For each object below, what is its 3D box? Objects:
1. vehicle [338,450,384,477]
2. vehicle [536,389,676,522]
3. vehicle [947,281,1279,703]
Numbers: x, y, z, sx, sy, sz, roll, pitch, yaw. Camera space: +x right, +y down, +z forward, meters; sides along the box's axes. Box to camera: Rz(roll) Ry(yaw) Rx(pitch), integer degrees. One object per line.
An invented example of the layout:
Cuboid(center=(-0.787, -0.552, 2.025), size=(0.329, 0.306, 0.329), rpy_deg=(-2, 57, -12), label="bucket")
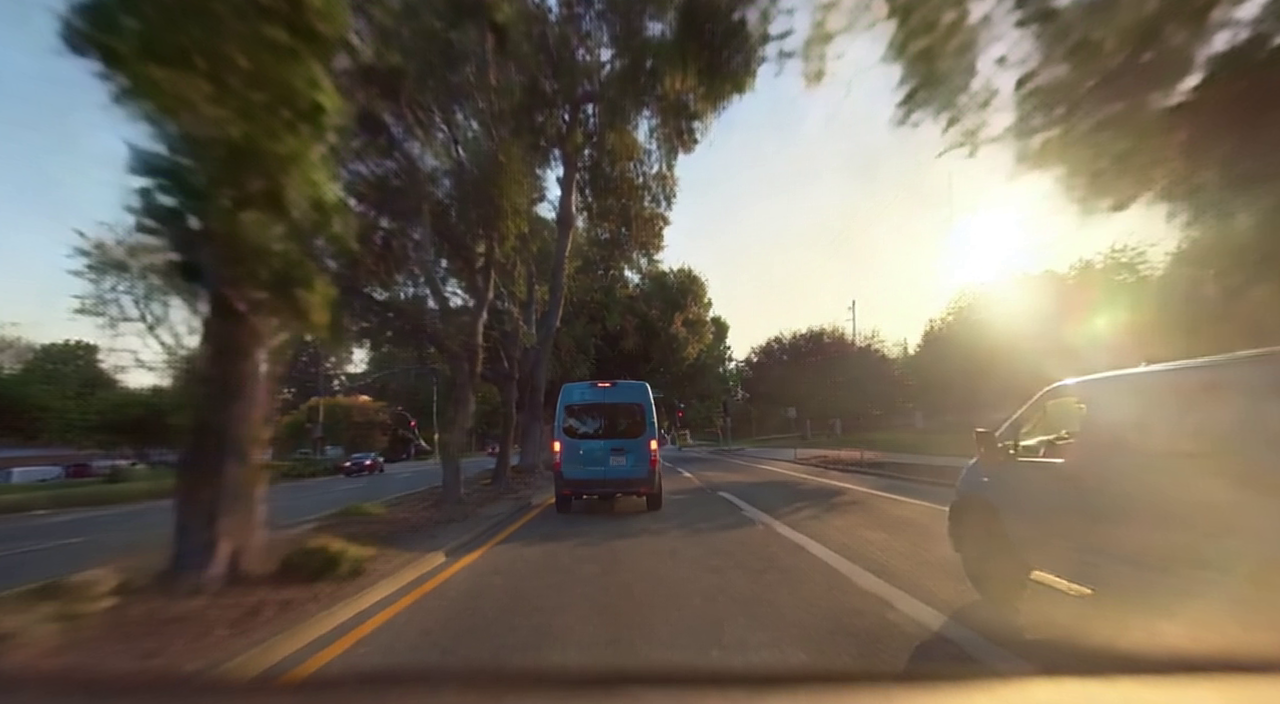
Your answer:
Cuboid(center=(-16.921, 6.772, 38.524), size=(1.833, 1.504, 4.141), rpy_deg=(2, -9, -14), label="vehicle")
Cuboid(center=(-0.497, 1.925, 11.995), size=(2.145, 2.046, 4.309), rpy_deg=(0, -9, 1), label="vehicle")
Cuboid(center=(3.713, 0.762, 3.482), size=(1.988, 1.873, 3.968), rpy_deg=(0, -9, 0), label="vehicle")
